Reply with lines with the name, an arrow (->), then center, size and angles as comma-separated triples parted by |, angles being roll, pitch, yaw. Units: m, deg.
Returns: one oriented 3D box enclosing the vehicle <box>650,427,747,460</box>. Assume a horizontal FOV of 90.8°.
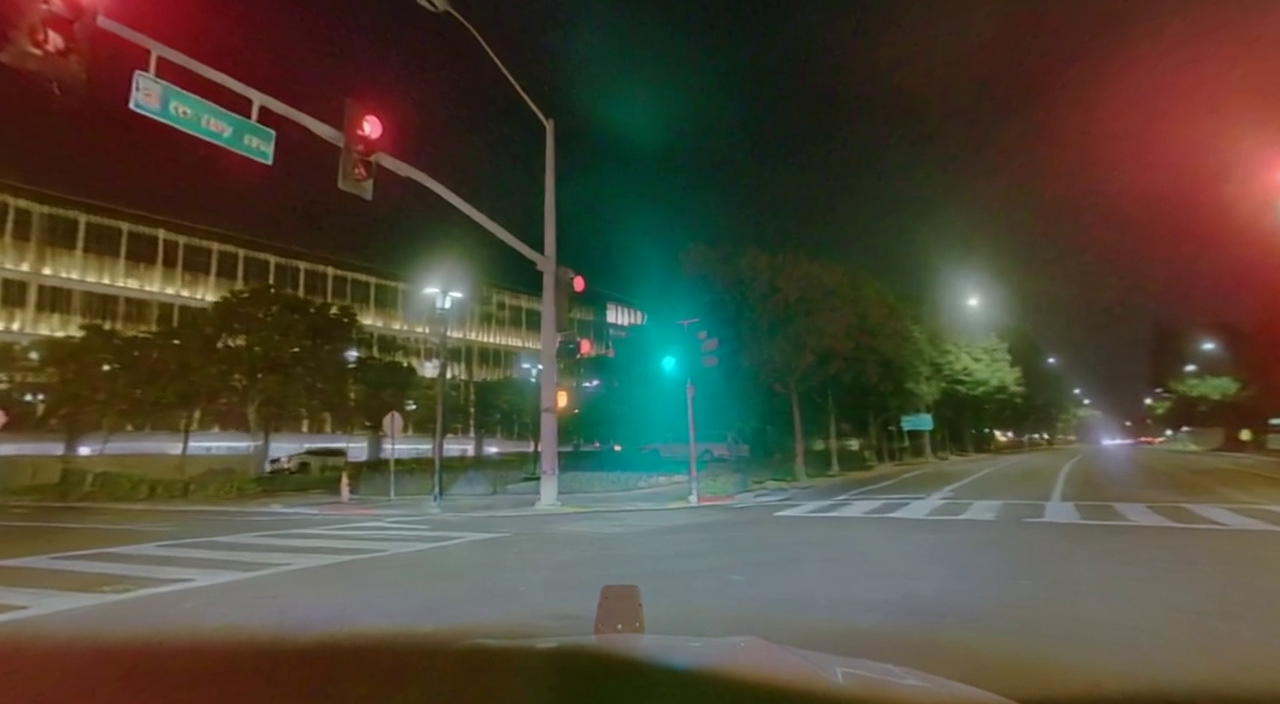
vehicle -> 3.063, 4.861, 33.412 | 4.765, 1.593, 1.891 | -5, -10, 30
